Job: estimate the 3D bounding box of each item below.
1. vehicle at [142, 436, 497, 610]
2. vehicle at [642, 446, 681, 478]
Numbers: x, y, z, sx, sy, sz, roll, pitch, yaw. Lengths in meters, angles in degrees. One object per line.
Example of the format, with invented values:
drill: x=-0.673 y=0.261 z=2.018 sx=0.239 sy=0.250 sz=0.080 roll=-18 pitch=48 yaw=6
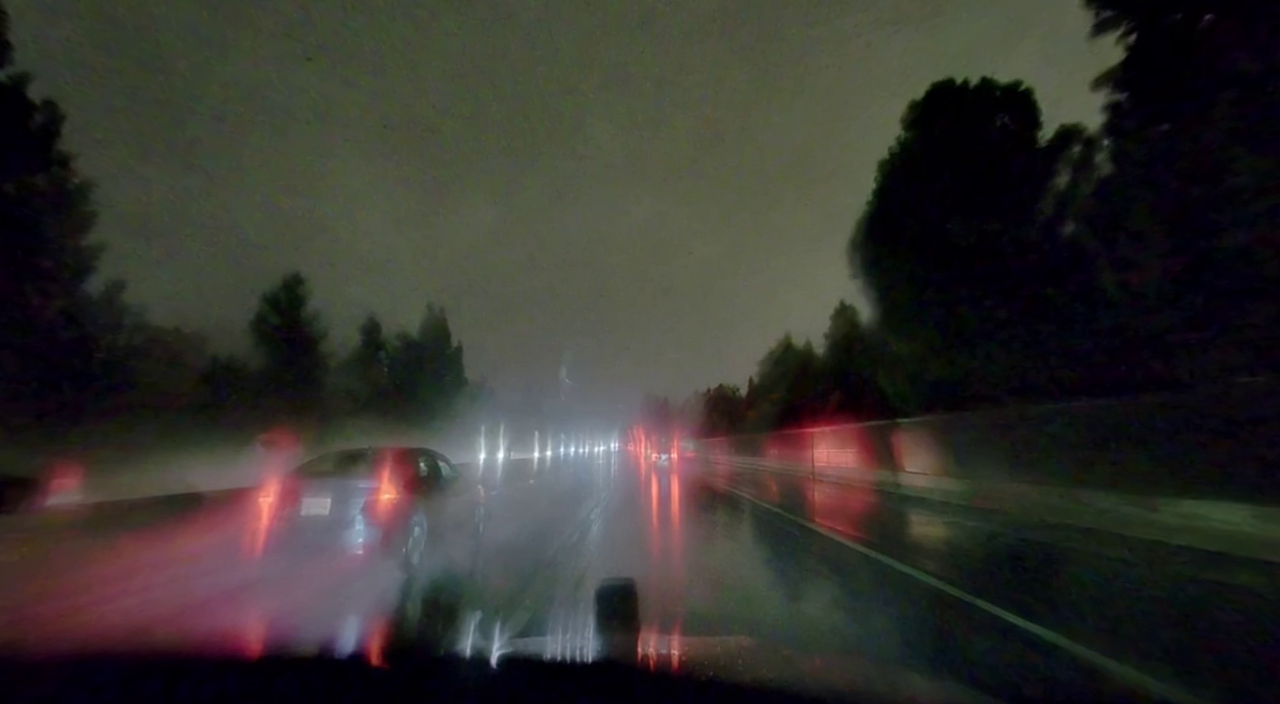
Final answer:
vehicle: x=-3.251 y=1.807 z=7.556 sx=2.013 sy=1.479 sz=4.169 roll=0 pitch=-9 yaw=1
vehicle: x=1.084 y=5.787 z=33.065 sx=1.910 sy=1.554 sz=3.718 roll=0 pitch=-9 yaw=0
